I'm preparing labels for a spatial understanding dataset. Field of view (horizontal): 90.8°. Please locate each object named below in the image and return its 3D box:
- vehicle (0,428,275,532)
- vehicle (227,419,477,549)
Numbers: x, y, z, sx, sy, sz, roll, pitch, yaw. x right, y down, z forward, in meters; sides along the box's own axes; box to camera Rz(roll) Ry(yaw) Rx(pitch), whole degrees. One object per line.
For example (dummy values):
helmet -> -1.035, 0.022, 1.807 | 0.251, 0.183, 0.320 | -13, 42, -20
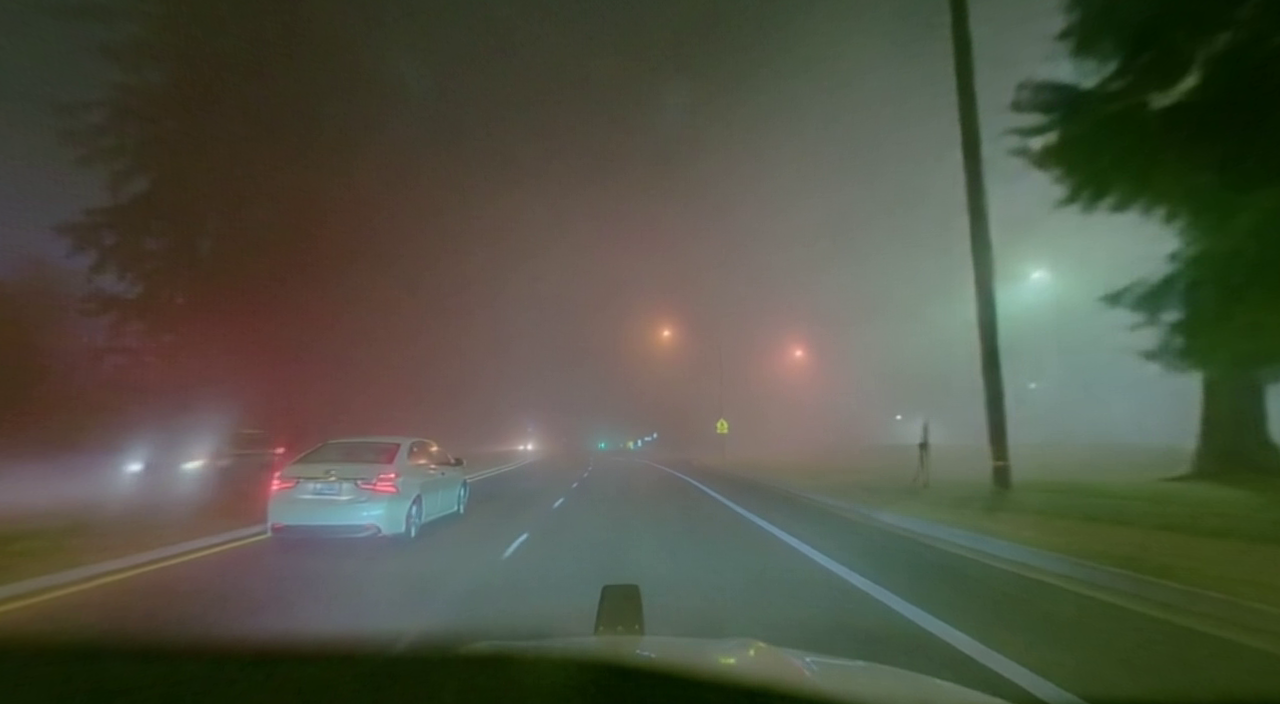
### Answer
vehicle -> -9.453, 2.359, 12.332 | 2.084, 1.521, 4.669 | -3, -8, -3
vehicle -> -3.989, 1.882, 9.722 | 1.915, 1.521, 4.283 | 0, -8, -2
